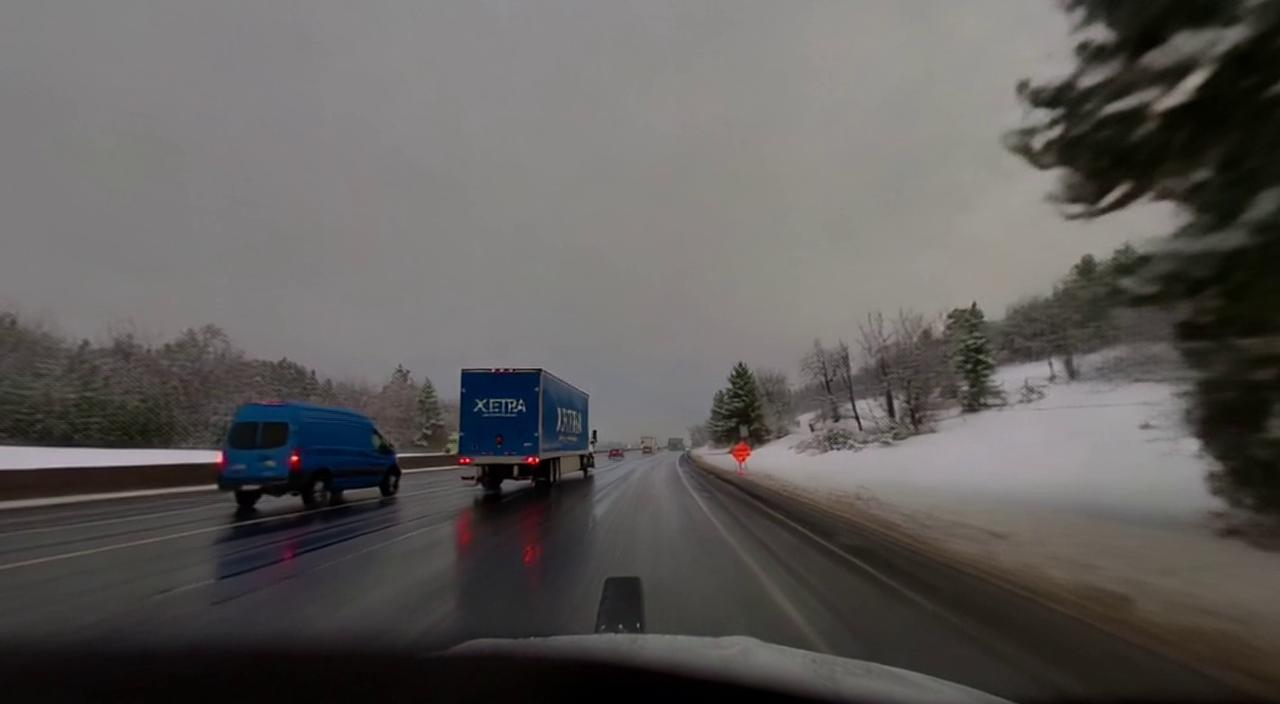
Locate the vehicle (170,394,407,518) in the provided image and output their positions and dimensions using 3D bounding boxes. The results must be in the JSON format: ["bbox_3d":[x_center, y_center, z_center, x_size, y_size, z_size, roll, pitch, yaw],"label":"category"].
[{"bbox_3d":[-8.609,2.636,16.427,2.469,2.615,5.874,0,-8,3],"label":"vehicle"}]

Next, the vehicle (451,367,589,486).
[{"bbox_3d":[-4.436,3.192,26.053,3.183,4.011,9.617,0,-8,4],"label":"vehicle"}]
